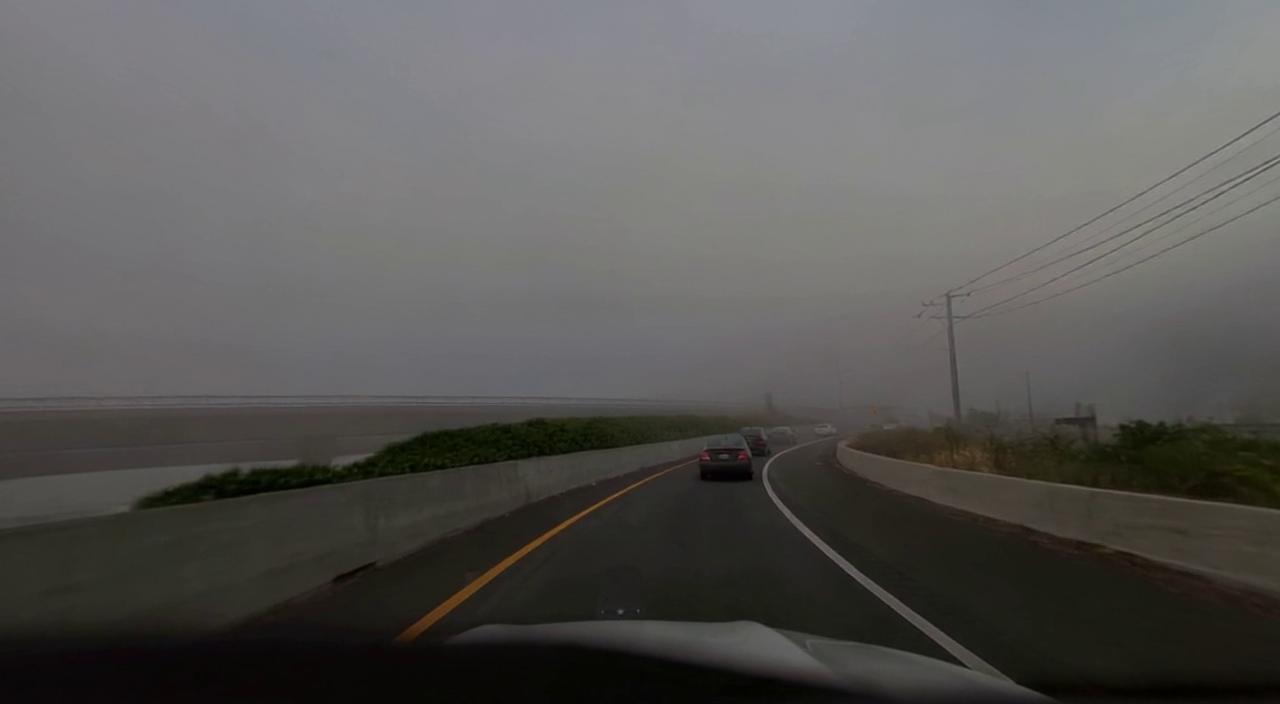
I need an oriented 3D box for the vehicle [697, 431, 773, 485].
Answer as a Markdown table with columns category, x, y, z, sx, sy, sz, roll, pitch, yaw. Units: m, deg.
| category | x | y | z | sx | sy | sz | roll | pitch | yaw |
| --- | --- | --- | --- | --- | --- | --- | --- | --- | --- |
| vehicle | 2.959 | 3.294 | 19.790 | 2.091 | 1.482 | 4.321 | -1 | -8 | 8 |
